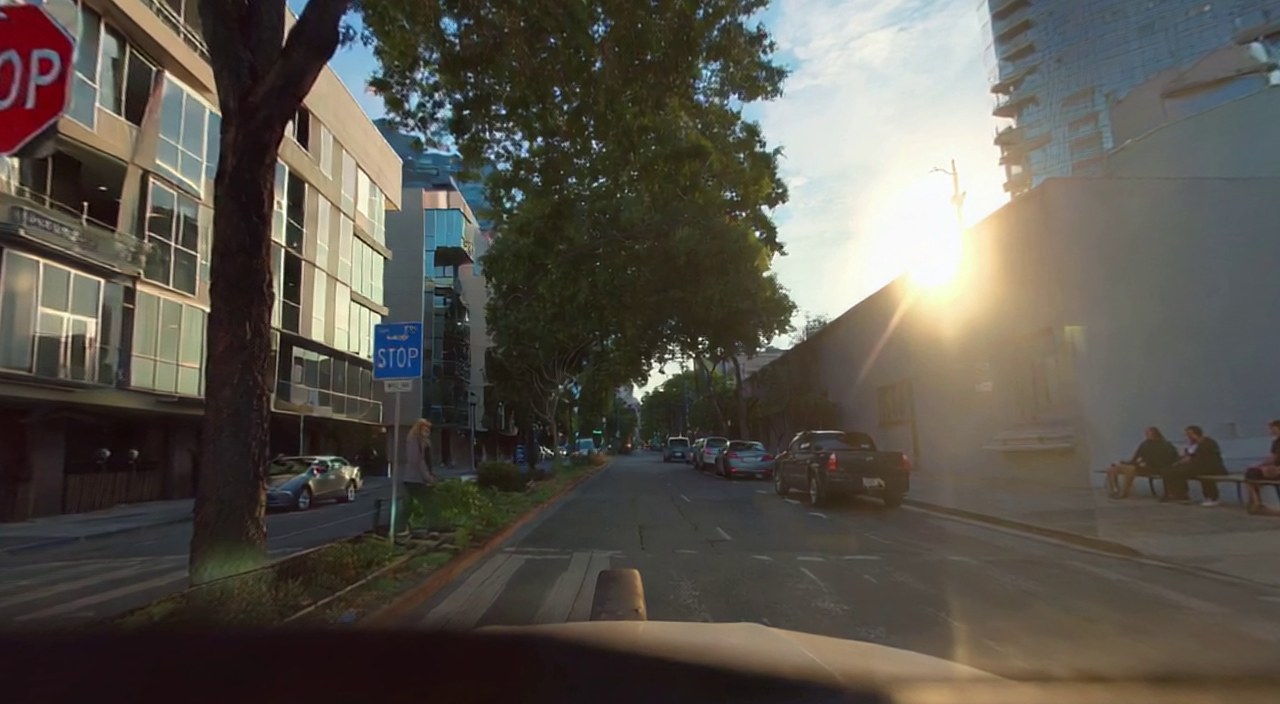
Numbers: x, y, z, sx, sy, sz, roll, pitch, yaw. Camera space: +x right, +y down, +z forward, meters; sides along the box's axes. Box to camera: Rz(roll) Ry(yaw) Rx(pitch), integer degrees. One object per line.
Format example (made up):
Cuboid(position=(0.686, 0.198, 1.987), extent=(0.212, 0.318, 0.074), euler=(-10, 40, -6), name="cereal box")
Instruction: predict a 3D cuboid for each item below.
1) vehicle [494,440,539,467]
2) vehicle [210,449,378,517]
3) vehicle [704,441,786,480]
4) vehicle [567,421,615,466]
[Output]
Cuboid(position=(-8.843, 7.329, 45.723), extent=(2.256, 1.802, 4.333), euler=(0, -8, 2), name="vehicle")
Cuboid(position=(-8.793, 3.323, 16.619), extent=(2.007, 1.503, 4.343), euler=(0, -8, -1), name="vehicle")
Cuboid(position=(4.576, 4.604, 27.096), extent=(1.858, 1.491, 4.329), euler=(-5, -10, 33), name="vehicle")
Cuboid(position=(-2.982, 5.802, 40.123), extent=(2.317, 2.596, 6.053), euler=(0, -8, 3), name="vehicle")
